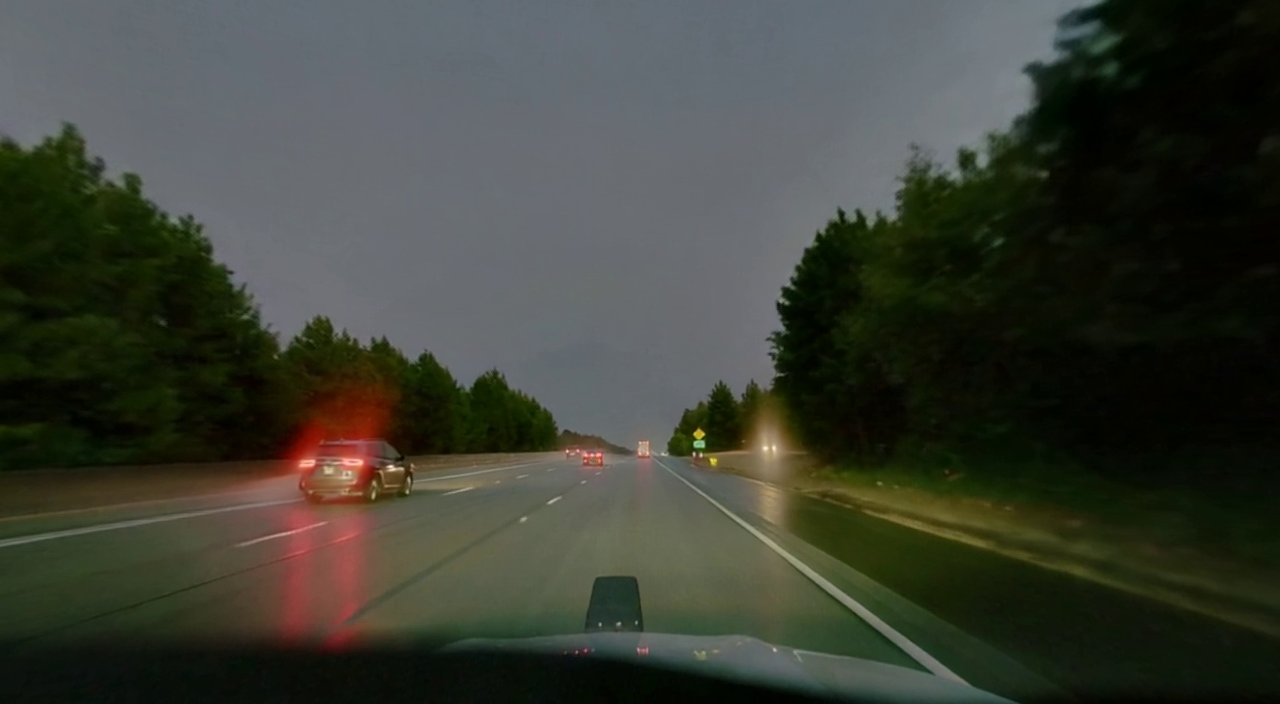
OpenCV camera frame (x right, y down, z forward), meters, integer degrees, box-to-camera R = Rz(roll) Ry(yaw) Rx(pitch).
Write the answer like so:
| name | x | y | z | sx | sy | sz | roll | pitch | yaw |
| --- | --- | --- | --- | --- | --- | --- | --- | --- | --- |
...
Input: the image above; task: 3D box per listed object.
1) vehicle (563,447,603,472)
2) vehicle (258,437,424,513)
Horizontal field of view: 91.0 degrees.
| name | x | y | z | sx | sy | sz | roll | pitch | yaw |
| --- | --- | --- | --- | --- | --- | --- | --- | --- | --- |
| vehicle | -3.696 | 7.020 | 41.313 | 2.104 | 1.558 | 4.639 | 0 | -9 | 1 |
| vehicle | -7.181 | 2.965 | 15.708 | 2.007 | 1.616 | 4.141 | 0 | -9 | 1 |
